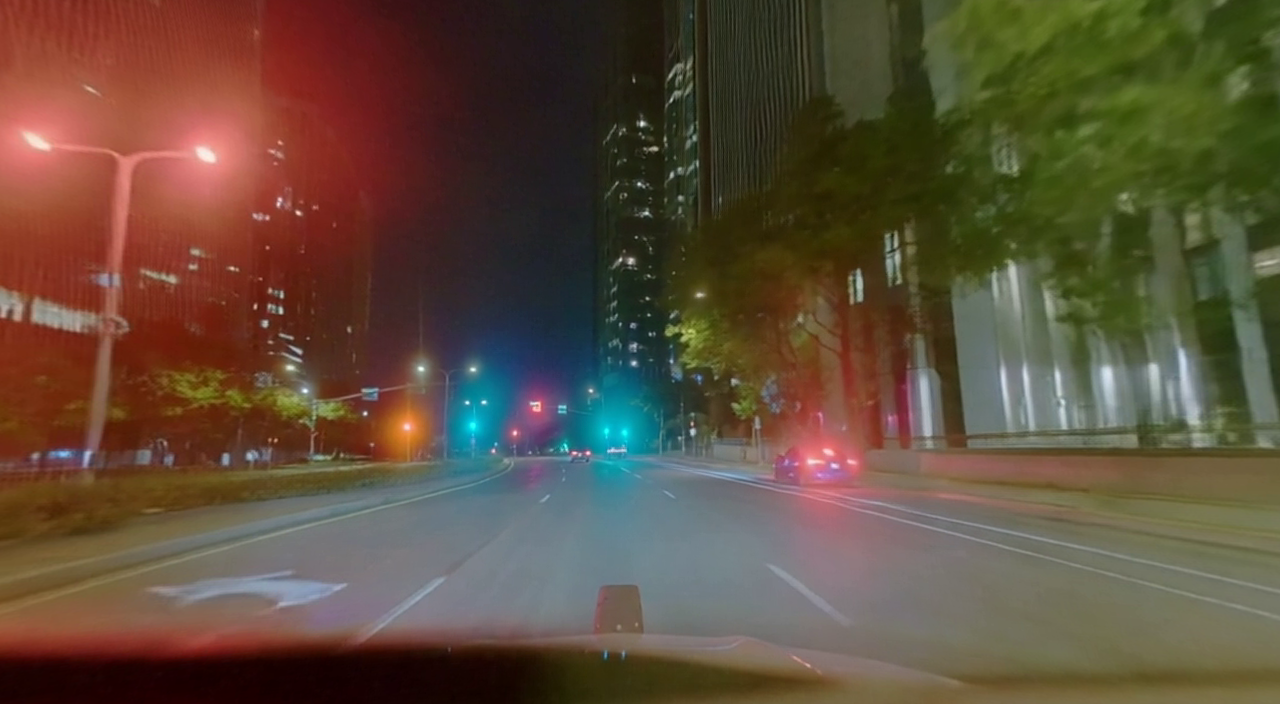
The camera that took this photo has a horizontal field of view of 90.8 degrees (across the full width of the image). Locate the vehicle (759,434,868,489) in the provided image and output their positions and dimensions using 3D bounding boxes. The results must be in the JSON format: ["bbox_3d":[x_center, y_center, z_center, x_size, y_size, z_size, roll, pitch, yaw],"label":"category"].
[{"bbox_3d":[5.690,3.666,21.451,2.042,1.635,4.858,1,-9,-4],"label":"vehicle"}]
